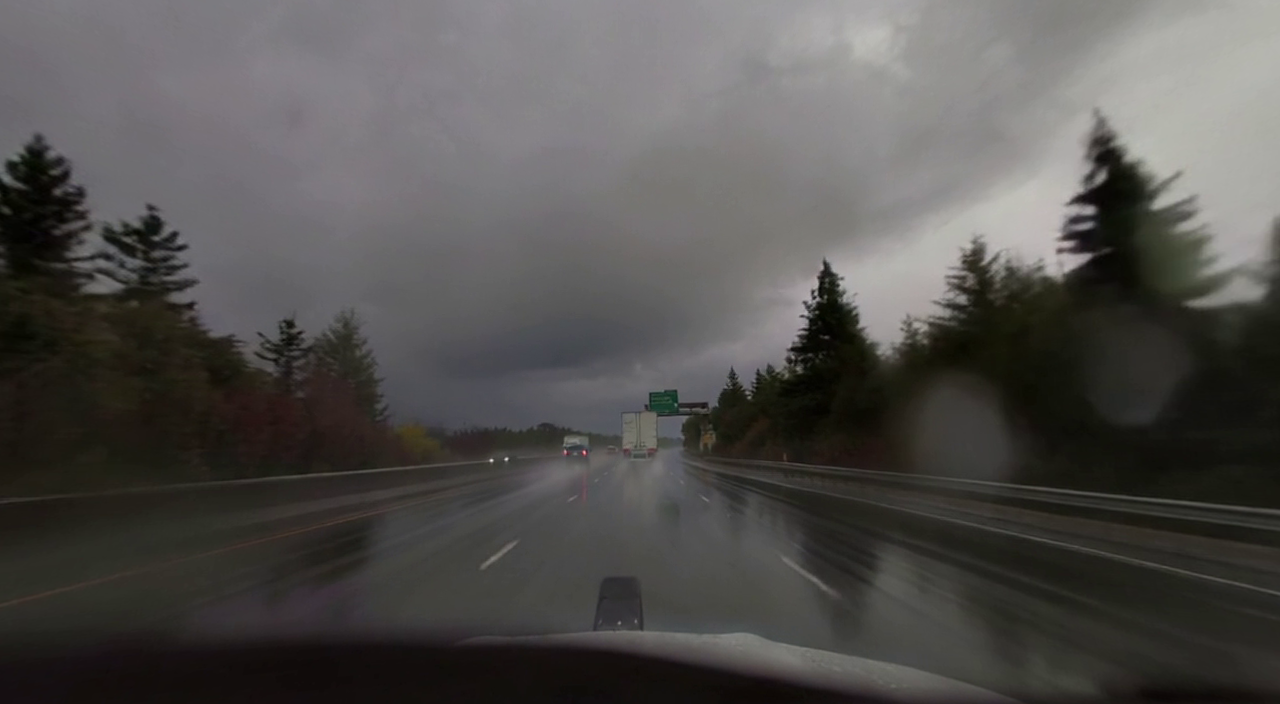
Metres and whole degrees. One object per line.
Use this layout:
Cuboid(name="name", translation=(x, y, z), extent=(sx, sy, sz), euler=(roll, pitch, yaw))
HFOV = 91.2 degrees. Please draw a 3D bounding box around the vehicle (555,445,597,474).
Cuboid(name="vehicle", translation=(-3.771, 6.412, 37.628), extent=(2.112, 1.645, 4.129), euler=(0, -9, -1))
